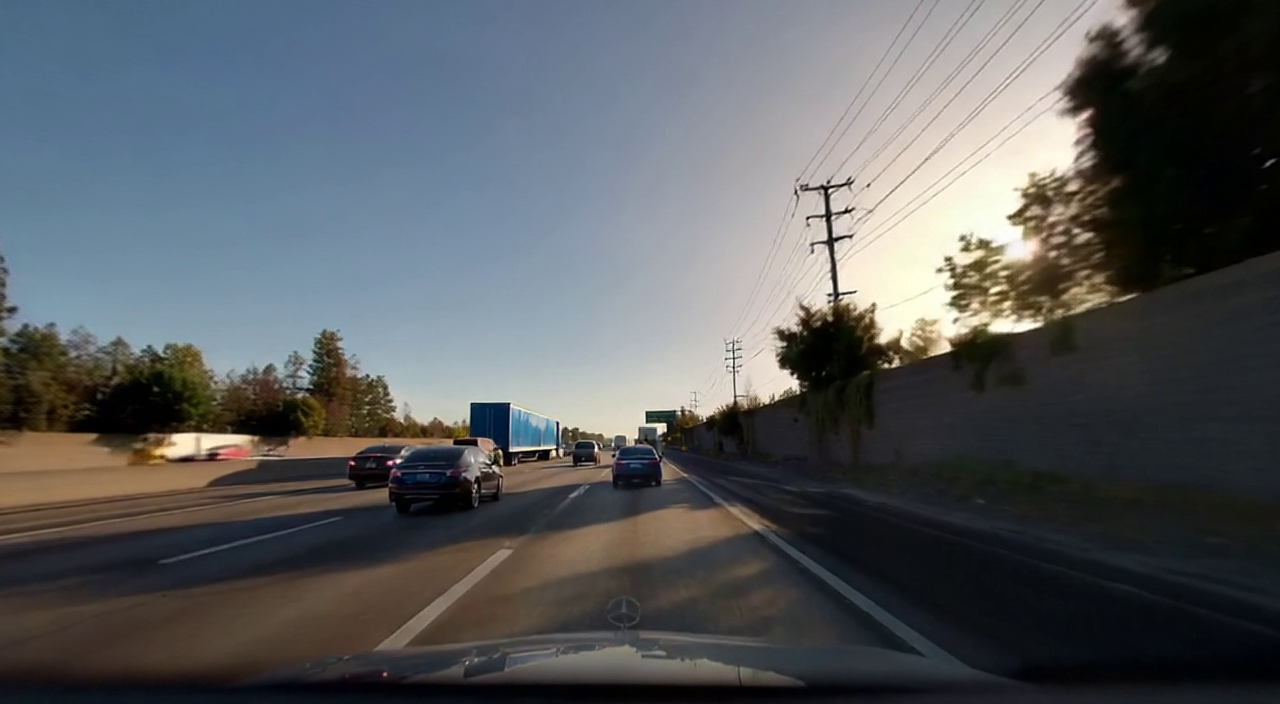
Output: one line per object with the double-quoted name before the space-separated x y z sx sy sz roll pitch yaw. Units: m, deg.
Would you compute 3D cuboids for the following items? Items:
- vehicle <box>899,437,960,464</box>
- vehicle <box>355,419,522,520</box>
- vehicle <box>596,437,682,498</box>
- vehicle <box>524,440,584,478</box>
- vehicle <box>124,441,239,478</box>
"vehicle" 18.240 6.222 40.026 1.936 1.591 4.362 0 -8 2
"vehicle" -3.853 2.326 12.987 1.923 1.716 4.289 0 -9 1
"vehicle" -0.045 3.135 17.465 2.089 1.477 3.818 0 -8 -1
"vehicle" -3.588 4.537 27.113 1.870 1.485 4.304 0 -8 1
"vehicle" -19.933 4.682 27.746 1.817 1.490 4.336 0 -8 0
